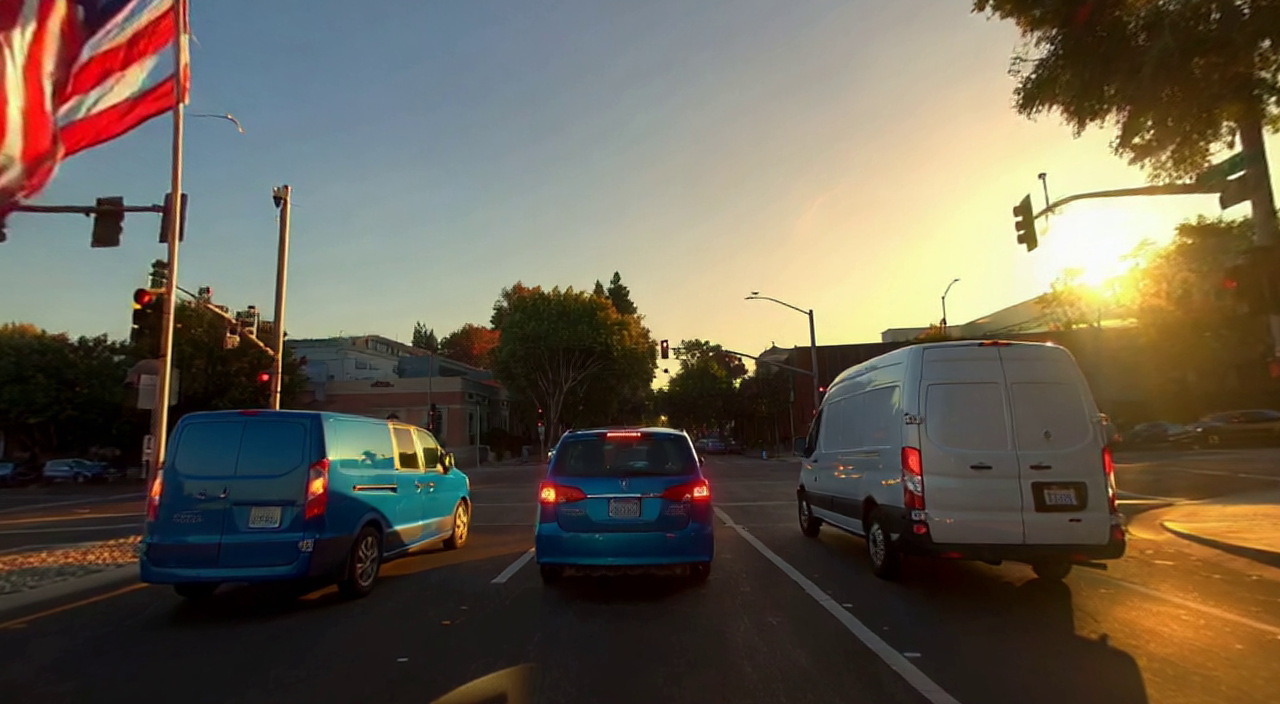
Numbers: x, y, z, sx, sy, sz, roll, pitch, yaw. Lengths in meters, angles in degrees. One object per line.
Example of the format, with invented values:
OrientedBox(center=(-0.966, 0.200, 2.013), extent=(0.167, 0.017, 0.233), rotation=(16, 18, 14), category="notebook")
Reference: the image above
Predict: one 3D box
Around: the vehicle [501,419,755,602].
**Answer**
OrientedBox(center=(-0.136, 1.622, 7.342), extent=(2.098, 1.494, 4.118), rotation=(0, -9, -1), category="vehicle")

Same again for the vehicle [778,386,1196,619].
OrientedBox(center=(3.096, 1.465, 7.024), extent=(2.178, 1.746, 4.400), rotation=(0, -9, 1), category="vehicle")

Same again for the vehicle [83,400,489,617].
OrientedBox(center=(-3.298, 1.528, 7.038), extent=(2.024, 1.677, 3.998), rotation=(-1, -9, 3), category="vehicle")
